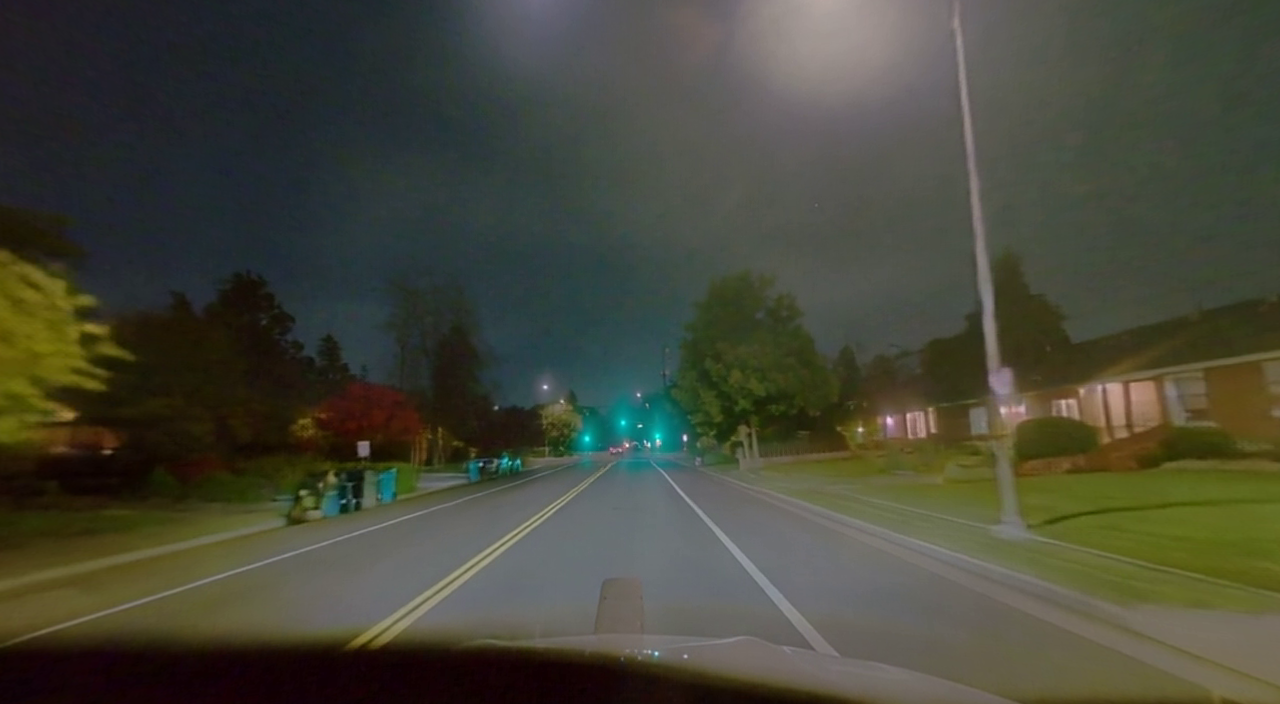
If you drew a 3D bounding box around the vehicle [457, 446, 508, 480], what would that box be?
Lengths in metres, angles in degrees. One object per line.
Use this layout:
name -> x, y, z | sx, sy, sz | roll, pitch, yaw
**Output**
vehicle -> -9.474, 6.654, 38.224 | 1.998, 1.689, 4.384 | -4, -7, -2
